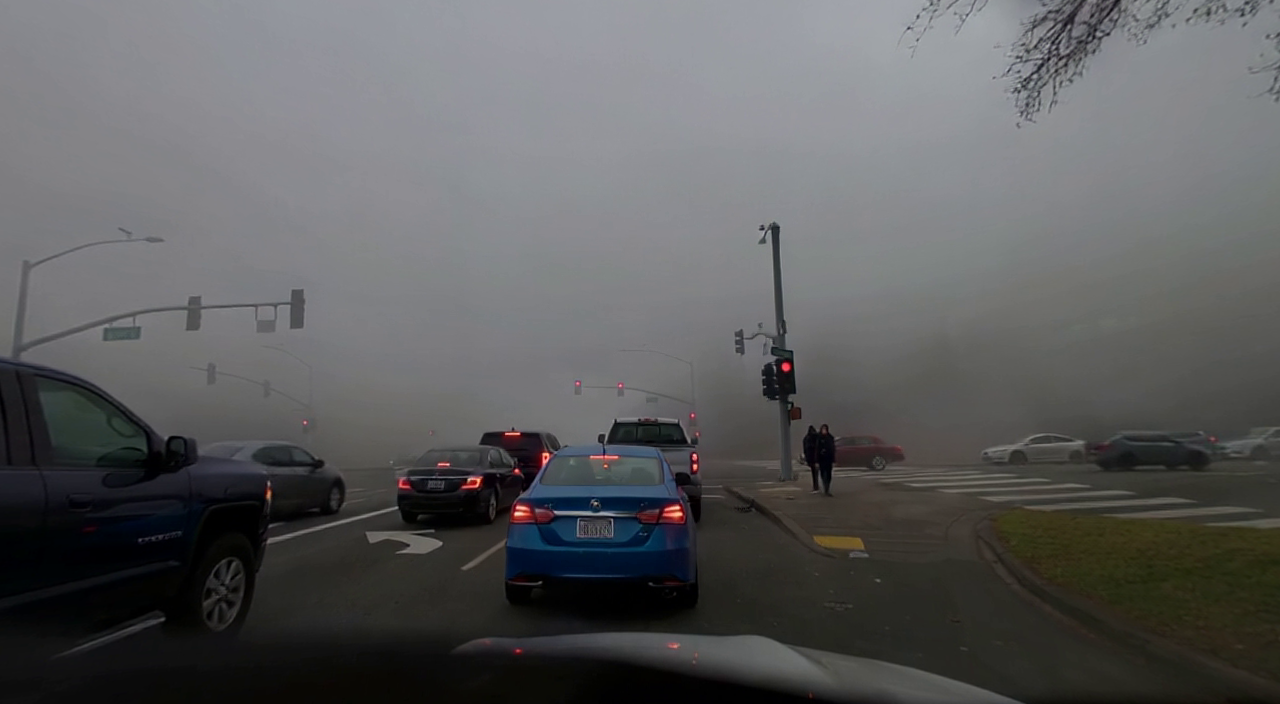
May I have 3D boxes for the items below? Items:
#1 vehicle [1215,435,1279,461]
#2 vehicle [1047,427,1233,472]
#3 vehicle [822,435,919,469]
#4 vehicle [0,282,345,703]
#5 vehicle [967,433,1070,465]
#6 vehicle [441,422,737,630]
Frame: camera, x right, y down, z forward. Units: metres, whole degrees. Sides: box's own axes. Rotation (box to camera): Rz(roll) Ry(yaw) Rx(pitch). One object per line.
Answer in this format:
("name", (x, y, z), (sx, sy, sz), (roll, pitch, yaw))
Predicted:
("vehicle", (36.302, 5.514, 36.141), (4.643, 1.464, 1.840), (-1, -9, 3))
("vehicle", (19.218, 3.786, 24.483), (5.192, 1.620, 2.072), (-1, -9, 7))
("vehicle", (12.219, 5.336, 33.628), (4.394, 1.724, 1.886), (0, -9, 1))
("vehicle", (-3.690, 0.749, 2.832), (2.202, 1.961, 4.980), (0, -9, 1))
("vehicle", (21.959, 5.647, 36.721), (4.529, 1.786, 2.110), (0, -9, 2))
("vehicle", (-0.361, 1.608, 6.878), (2.144, 1.497, 4.446), (0, -9, 0))
